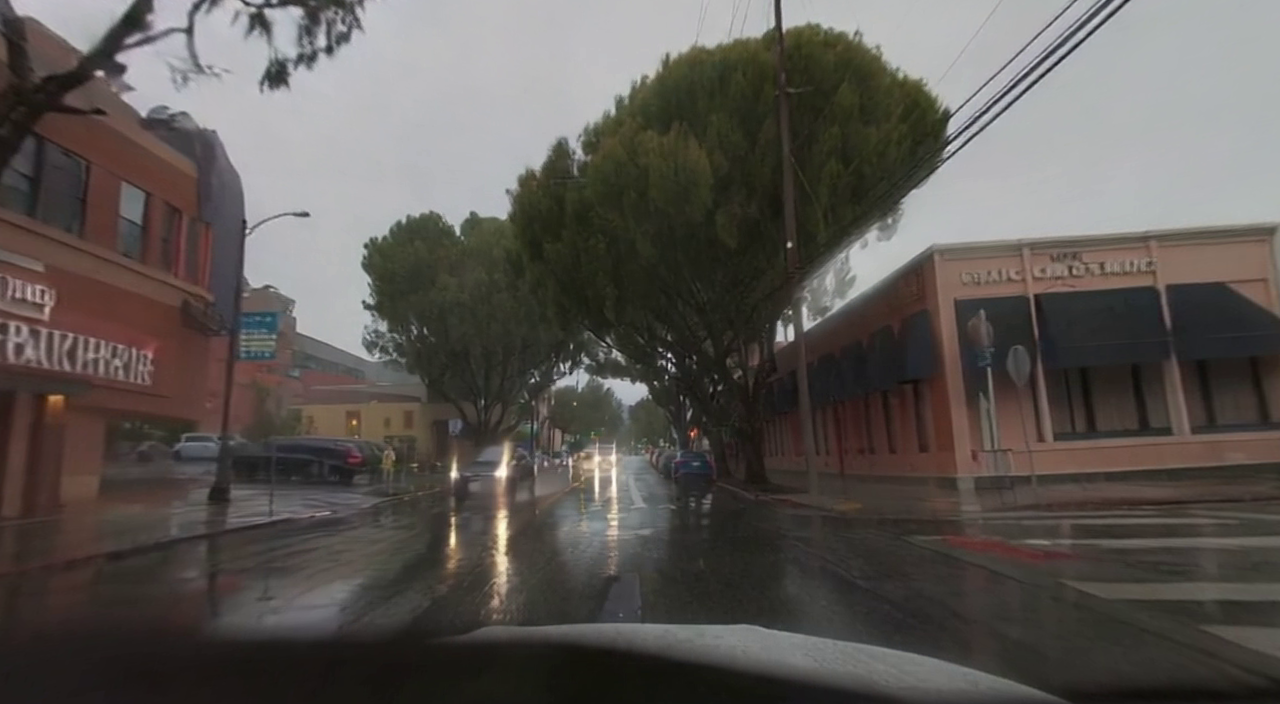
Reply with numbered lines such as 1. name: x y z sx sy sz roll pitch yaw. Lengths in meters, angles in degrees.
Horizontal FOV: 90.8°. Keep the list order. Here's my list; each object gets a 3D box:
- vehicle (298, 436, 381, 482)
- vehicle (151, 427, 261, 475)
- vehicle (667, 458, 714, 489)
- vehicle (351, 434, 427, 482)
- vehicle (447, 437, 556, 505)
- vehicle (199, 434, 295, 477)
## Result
1. vehicle: -19.022 6.713 40.434 2.256 2.668 5.979 0 -7 1
2. vehicle: -27.649 6.334 40.684 2.249 2.760 6.636 0 -8 0
3. vehicle: 2.502 6.180 32.307 1.877 1.373 3.854 0 -8 -3
4. vehicle: -16.089 6.843 40.965 2.715 2.789 6.225 0 -9 -5
5. vehicle: -4.367 3.836 20.920 2.495 1.966 4.846 0 -8 0
6. vehicle: -24.945 6.593 40.464 2.288 2.514 5.886 0 -8 0
